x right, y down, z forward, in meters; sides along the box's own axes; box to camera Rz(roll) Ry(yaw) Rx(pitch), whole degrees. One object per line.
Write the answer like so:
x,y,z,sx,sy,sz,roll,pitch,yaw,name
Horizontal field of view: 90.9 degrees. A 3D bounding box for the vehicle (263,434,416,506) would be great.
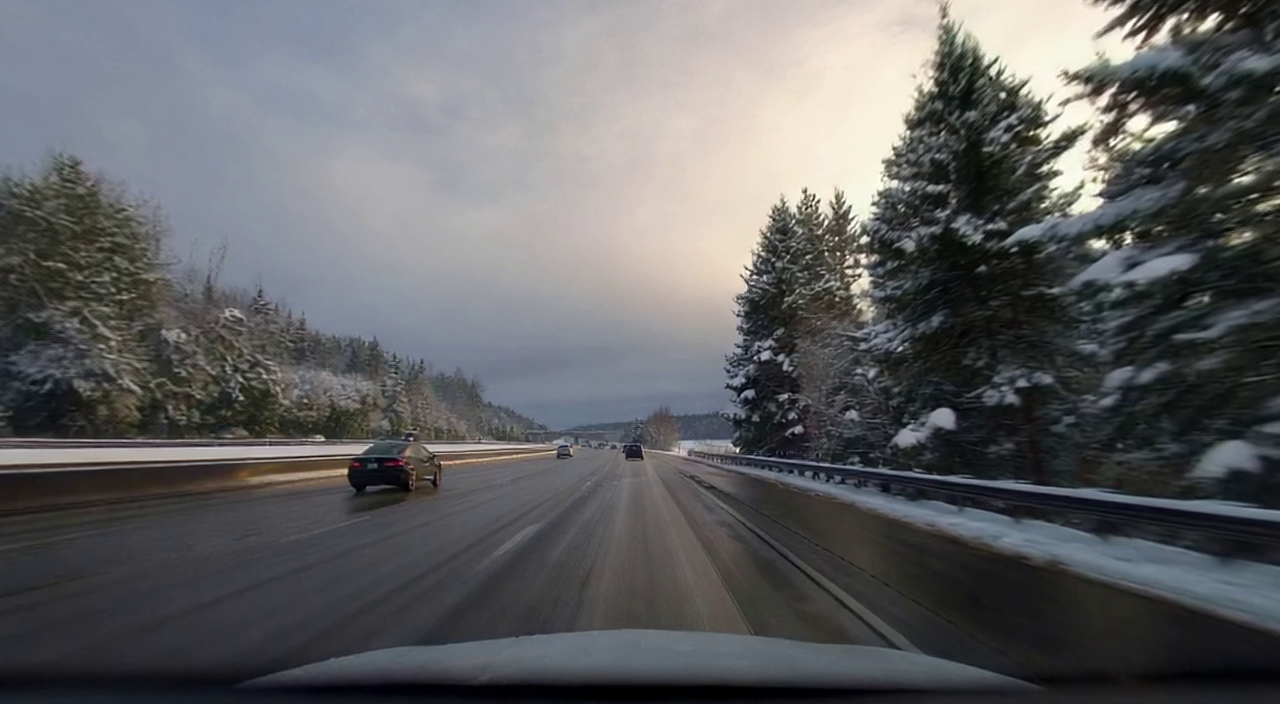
-7.446,2.947,16.147,1.972,1.603,3.891,0,-8,0,vehicle
